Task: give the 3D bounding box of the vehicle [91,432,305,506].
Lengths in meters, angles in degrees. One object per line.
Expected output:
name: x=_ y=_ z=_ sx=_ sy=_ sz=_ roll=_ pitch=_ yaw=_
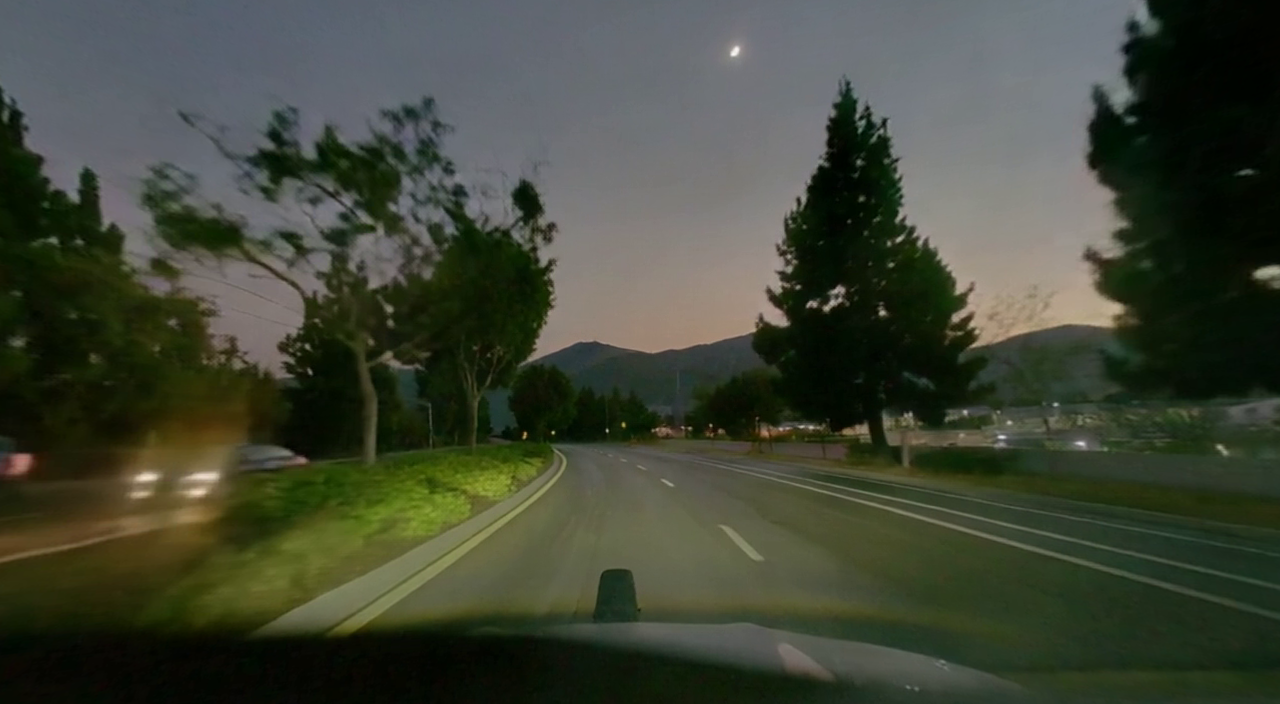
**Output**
vehicle: x=-10.105 y=2.688 z=14.989 sx=1.953 sy=1.458 sz=4.544 roll=0 pitch=-8 yaw=-3
